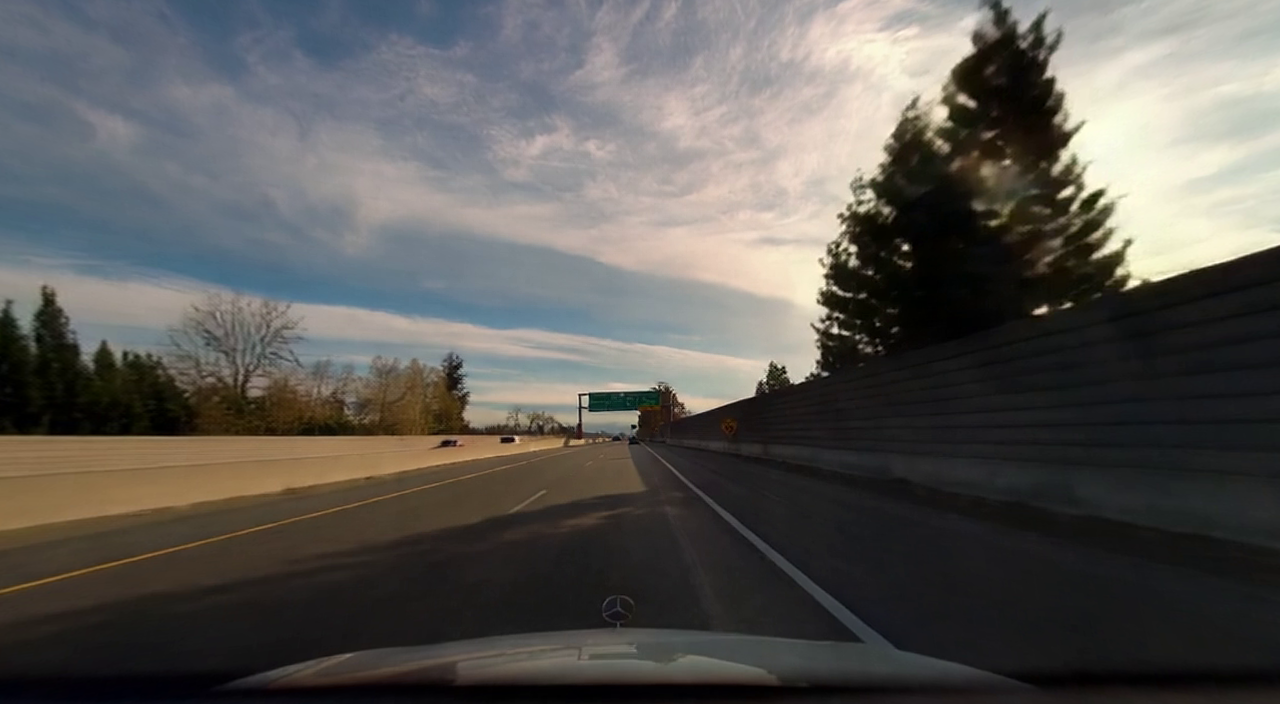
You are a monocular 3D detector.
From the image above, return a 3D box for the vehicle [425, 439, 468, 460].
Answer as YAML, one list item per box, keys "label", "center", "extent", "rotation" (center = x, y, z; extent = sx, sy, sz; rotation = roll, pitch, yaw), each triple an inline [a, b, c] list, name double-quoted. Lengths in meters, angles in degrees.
- label: "vehicle"
  center: [-14.899, 7.510, 48.612]
  extent: [1.884, 1.540, 4.588]
  rotation: [0, -8, 0]
